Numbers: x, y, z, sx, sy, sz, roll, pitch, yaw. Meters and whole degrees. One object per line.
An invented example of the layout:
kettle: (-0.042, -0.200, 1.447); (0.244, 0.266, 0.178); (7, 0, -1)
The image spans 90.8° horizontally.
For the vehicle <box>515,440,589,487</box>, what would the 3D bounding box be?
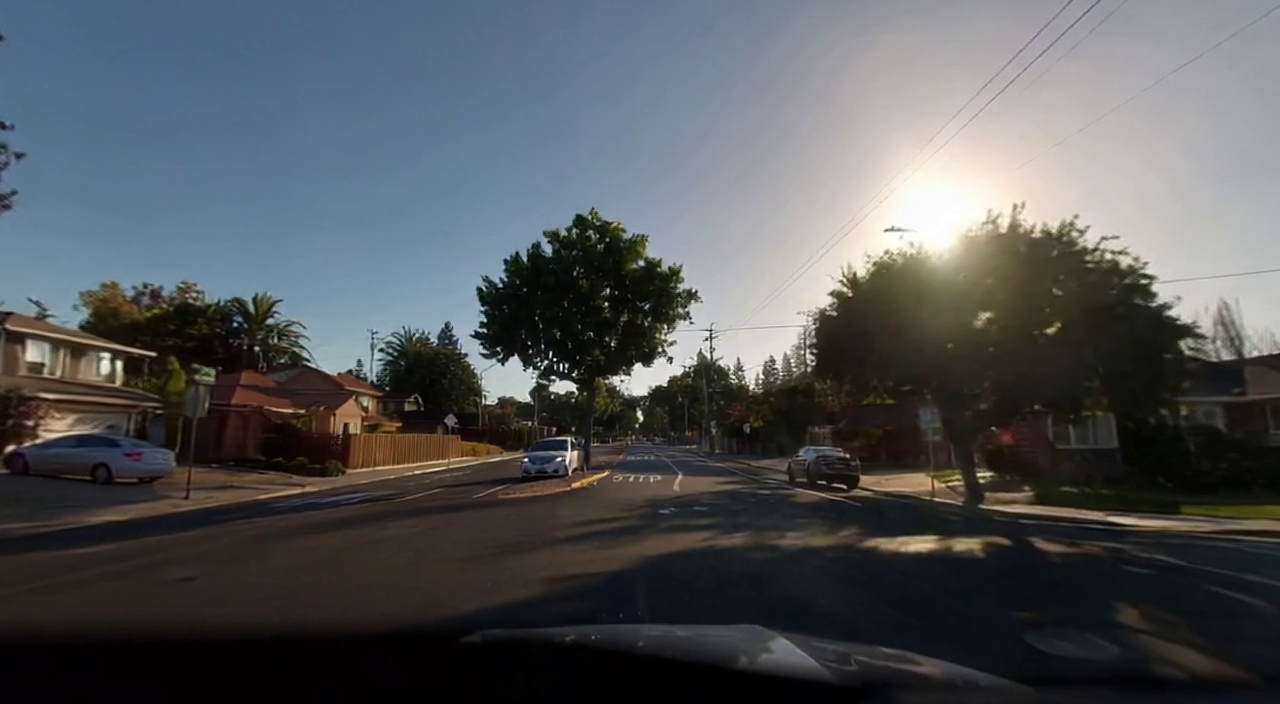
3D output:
vehicle: (-2.967, 3.858, 22.140); (2.014, 1.499, 3.999); (0, -9, 0)

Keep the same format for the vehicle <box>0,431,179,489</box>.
vehicle: (-17.901, 3.420, 20.168); (4.743, 1.734, 1.994); (0, -9, -1)

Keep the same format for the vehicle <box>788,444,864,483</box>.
vehicle: (8.055, 4.857, 27.822); (2.029, 1.554, 4.705); (0, -9, 2)
